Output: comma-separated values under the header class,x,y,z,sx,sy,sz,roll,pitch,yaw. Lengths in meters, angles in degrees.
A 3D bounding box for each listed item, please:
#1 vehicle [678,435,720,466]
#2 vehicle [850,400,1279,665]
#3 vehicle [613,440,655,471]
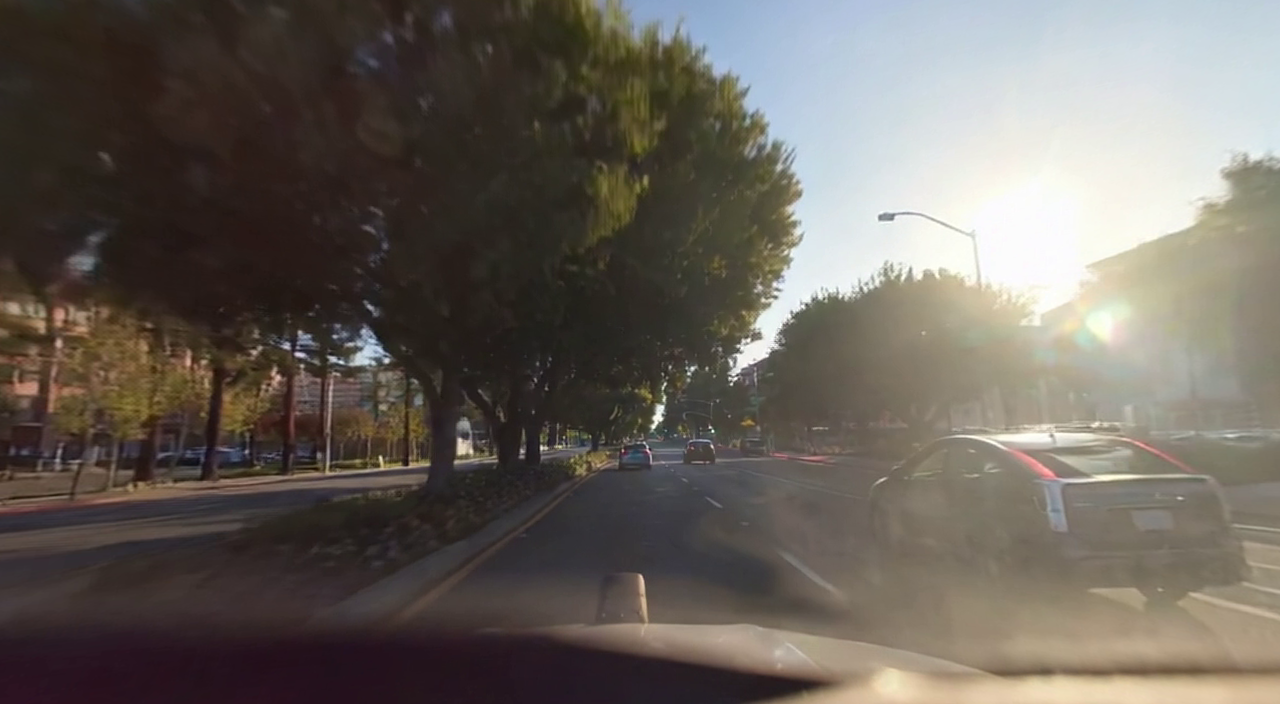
class,x,y,z,sx,sy,sz,roll,pitch,yaw
vehicle,3.480,5.931,38.315,2.036,1.757,4.300,0,-8,-1
vehicle,3.555,1.334,5.713,1.937,1.538,3.832,0,-8,-1
vehicle,-0.327,5.365,33.002,2.054,1.446,3.969,0,-8,-1
